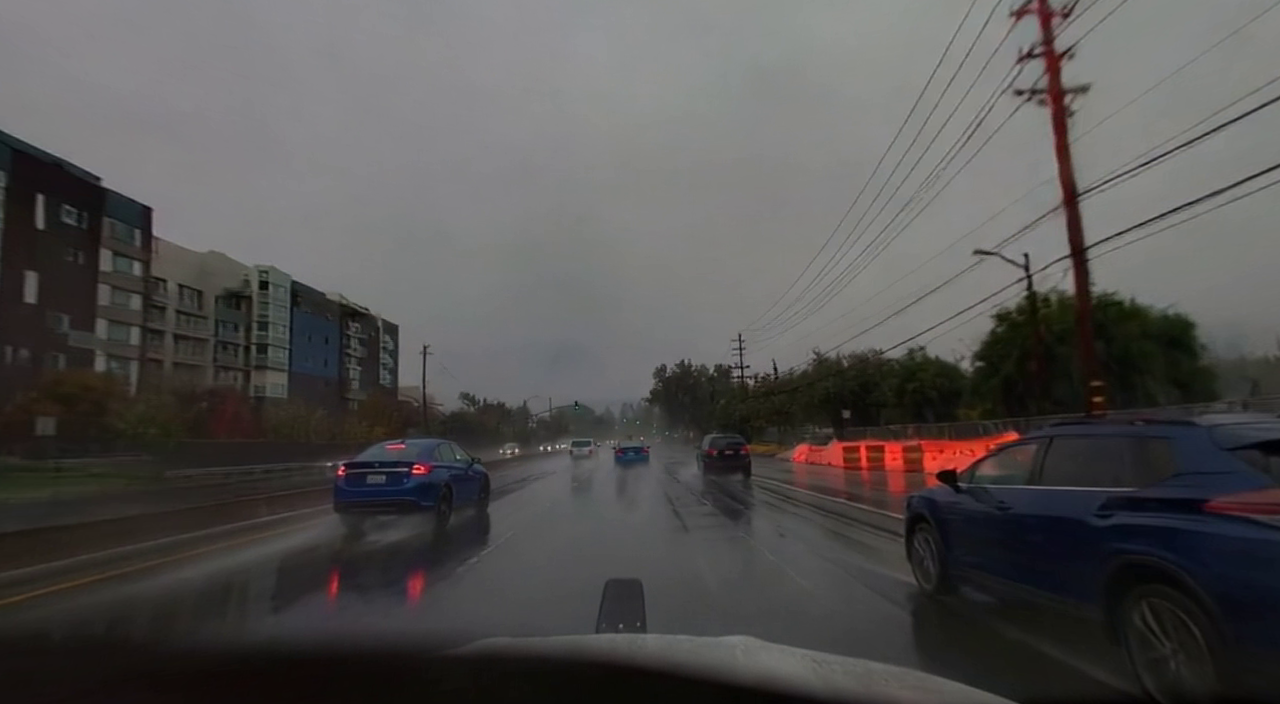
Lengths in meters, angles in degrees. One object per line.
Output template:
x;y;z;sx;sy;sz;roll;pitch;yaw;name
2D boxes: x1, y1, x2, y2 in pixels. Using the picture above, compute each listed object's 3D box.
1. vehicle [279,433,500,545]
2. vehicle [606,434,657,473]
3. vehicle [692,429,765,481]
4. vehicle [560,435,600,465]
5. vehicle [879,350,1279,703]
-3.795;2.133;10.538;1.968;1.473;4.209;0;-8;0;vehicle
-0.403;4.846;30.364;2.291;1.714;4.217;0;-8;0;vehicle
3.243;3.887;24.021;2.029;1.797;4.218;0;-8;-1;vehicle
-3.938;6.542;42.312;2.190;1.832;4.417;0;-8;0;vehicle
3.172;1.025;3.674;1.975;1.598;4.025;0;-8;0;vehicle
